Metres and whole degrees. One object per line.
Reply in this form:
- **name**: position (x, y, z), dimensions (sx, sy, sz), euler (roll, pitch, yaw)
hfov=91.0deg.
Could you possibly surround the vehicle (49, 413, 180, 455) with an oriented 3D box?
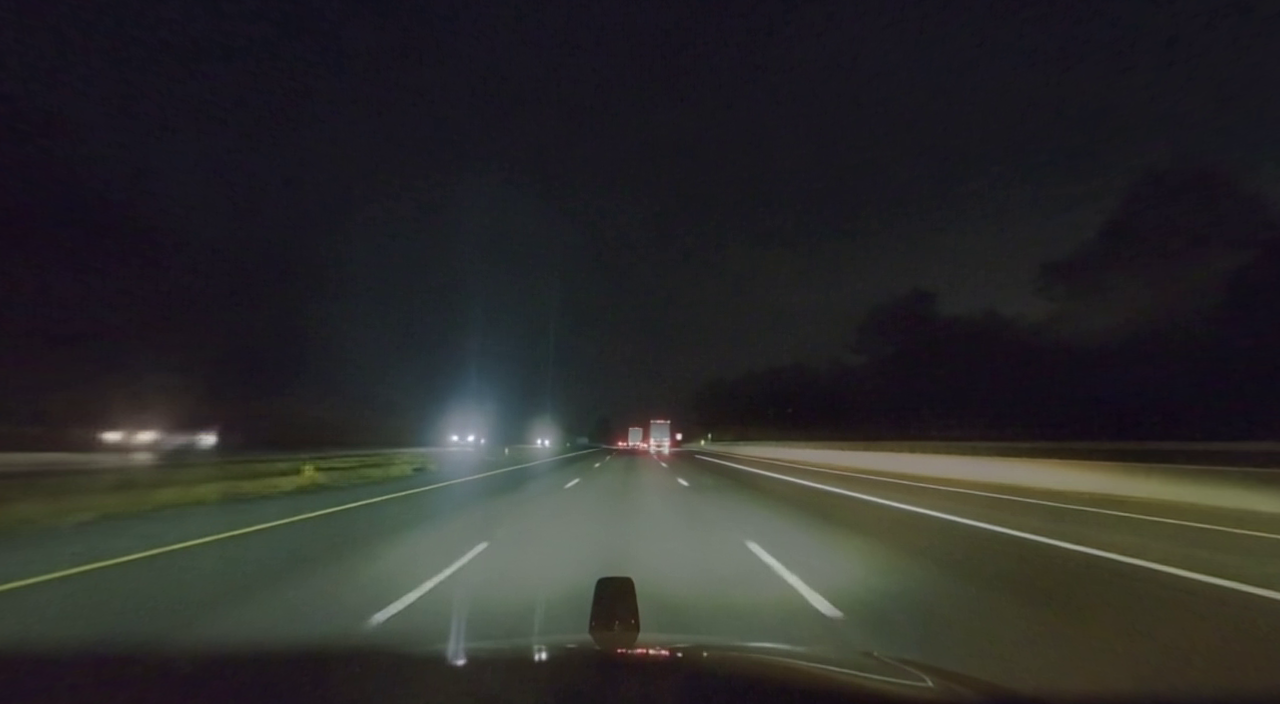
- **vehicle**: position (-20.535, 3.239, 24.820), dimensions (1.851, 1.510, 3.810), euler (0, -8, 0)
